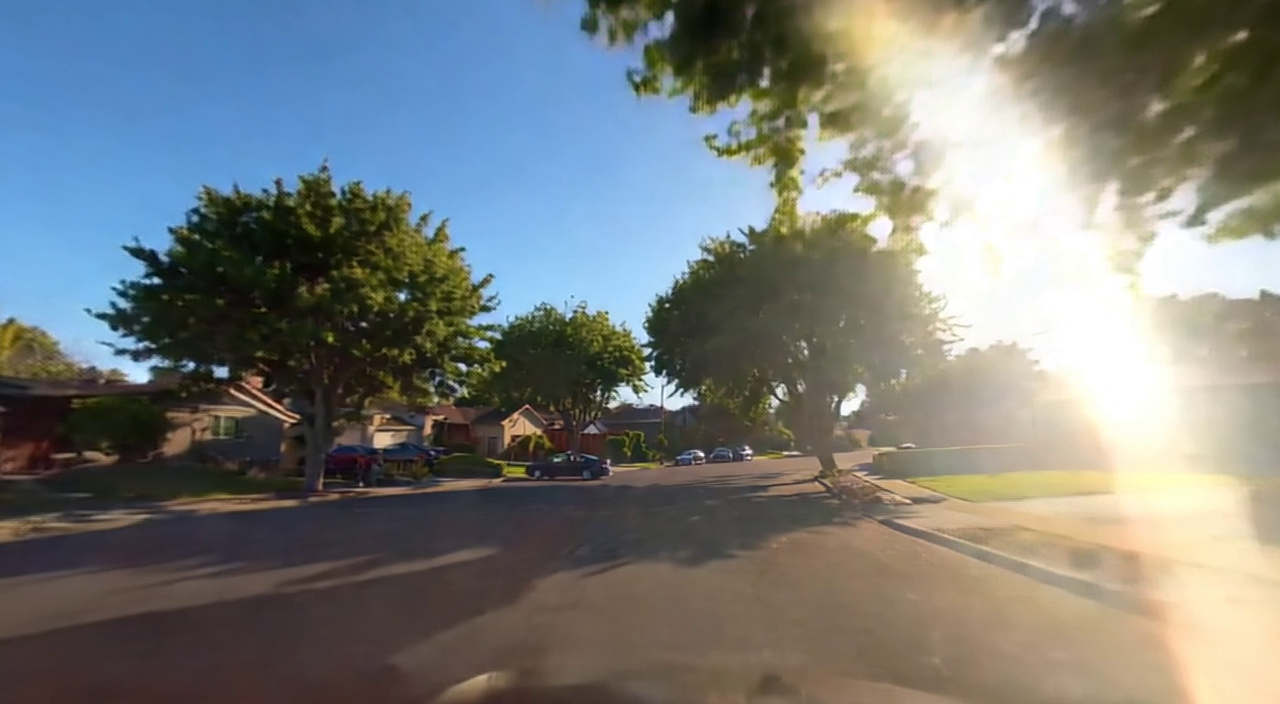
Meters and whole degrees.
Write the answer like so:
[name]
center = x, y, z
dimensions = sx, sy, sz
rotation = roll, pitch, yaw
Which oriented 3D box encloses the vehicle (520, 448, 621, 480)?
[vehicle]
center = -3.432, 5.569, 31.537
dimensions = 4.653, 1.480, 1.871
rotation = -2, -9, 15
